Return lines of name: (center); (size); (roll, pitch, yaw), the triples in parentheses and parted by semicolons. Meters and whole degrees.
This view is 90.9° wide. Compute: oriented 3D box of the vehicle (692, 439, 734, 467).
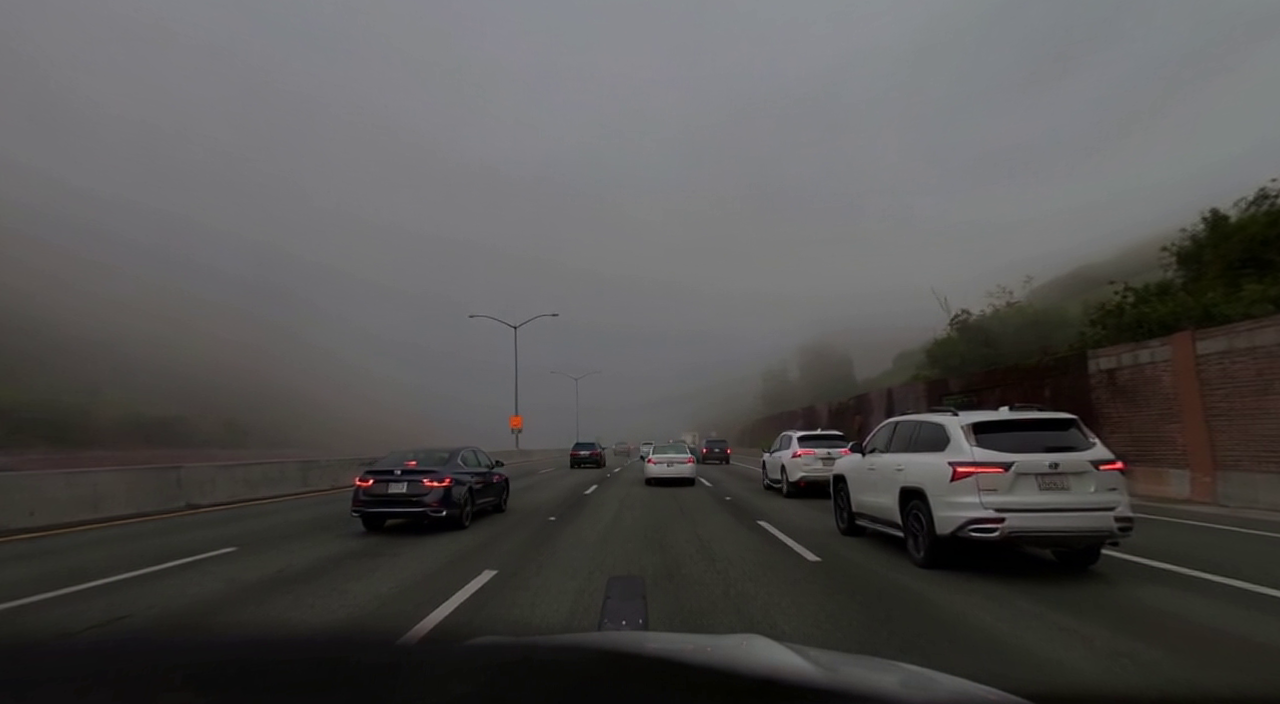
vehicle: (4.122, 5.743, 36.100); (1.855, 1.513, 3.915); (0, -8, -1)

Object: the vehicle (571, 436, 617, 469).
vehicle: (-2.653, 5.939, 37.572); (2.154, 1.793, 4.736); (0, -8, 3)

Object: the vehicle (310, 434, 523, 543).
vehicle: (-3.454, 2.173, 10.799); (1.961, 1.456, 4.362); (0, -8, 1)

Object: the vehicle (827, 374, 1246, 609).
vehicle: (3.757, 1.399, 7.183); (1.930, 1.831, 4.344); (0, -8, 1)

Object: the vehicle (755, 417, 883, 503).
vehicle: (4.350, 2.698, 16.186); (1.970, 1.872, 4.575); (0, -8, 0)

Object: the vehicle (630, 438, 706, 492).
vehicle: (0.765, 3.429, 19.546); (2.105, 1.471, 3.978); (0, -8, 0)

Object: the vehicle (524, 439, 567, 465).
vehicle: (-6.526, 6.954, 44.095); (2.055, 1.751, 4.825); (0, -8, 2)
